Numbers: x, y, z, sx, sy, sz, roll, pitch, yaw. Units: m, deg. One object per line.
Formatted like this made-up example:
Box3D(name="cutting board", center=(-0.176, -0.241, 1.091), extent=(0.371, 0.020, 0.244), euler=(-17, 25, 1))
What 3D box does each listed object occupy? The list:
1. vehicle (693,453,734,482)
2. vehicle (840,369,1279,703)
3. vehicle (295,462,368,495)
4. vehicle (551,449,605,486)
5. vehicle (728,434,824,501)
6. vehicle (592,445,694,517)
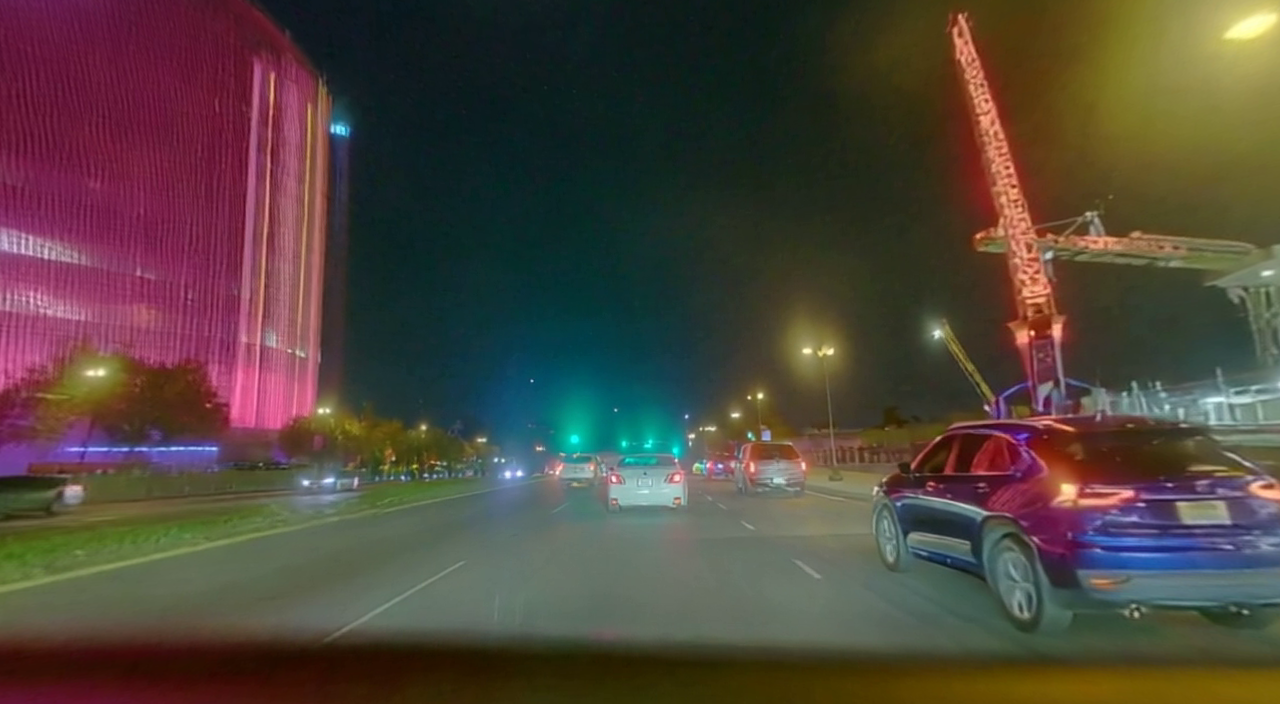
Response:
Box3D(name="vehicle", center=(4.467, 7.072, 39.006), extent=(2.115, 1.636, 4.104), euler=(0, -8, 2))
Box3D(name="vehicle", center=(3.771, 1.349, 5.899), extent=(2.185, 1.797, 4.934), euler=(0, -8, 0))
Box3D(name="vehicle", center=(-18.537, 7.595, 38.237), extent=(2.021, 1.740, 4.444), euler=(0, -8, 2))
Box3D(name="vehicle", center=(-3.102, 5.899, 32.554), extent=(2.201, 1.691, 4.305), euler=(0, -8, 2))
Box3D(name="vehicle", center=(4.244, 3.682, 20.580), extent=(2.124, 1.896, 4.914), euler=(0, -8, 1))
Box3D(name="vehicle", center=(0.116, 3.021, 15.404), extent=(2.131, 1.496, 4.193), euler=(0, -8, 2))
